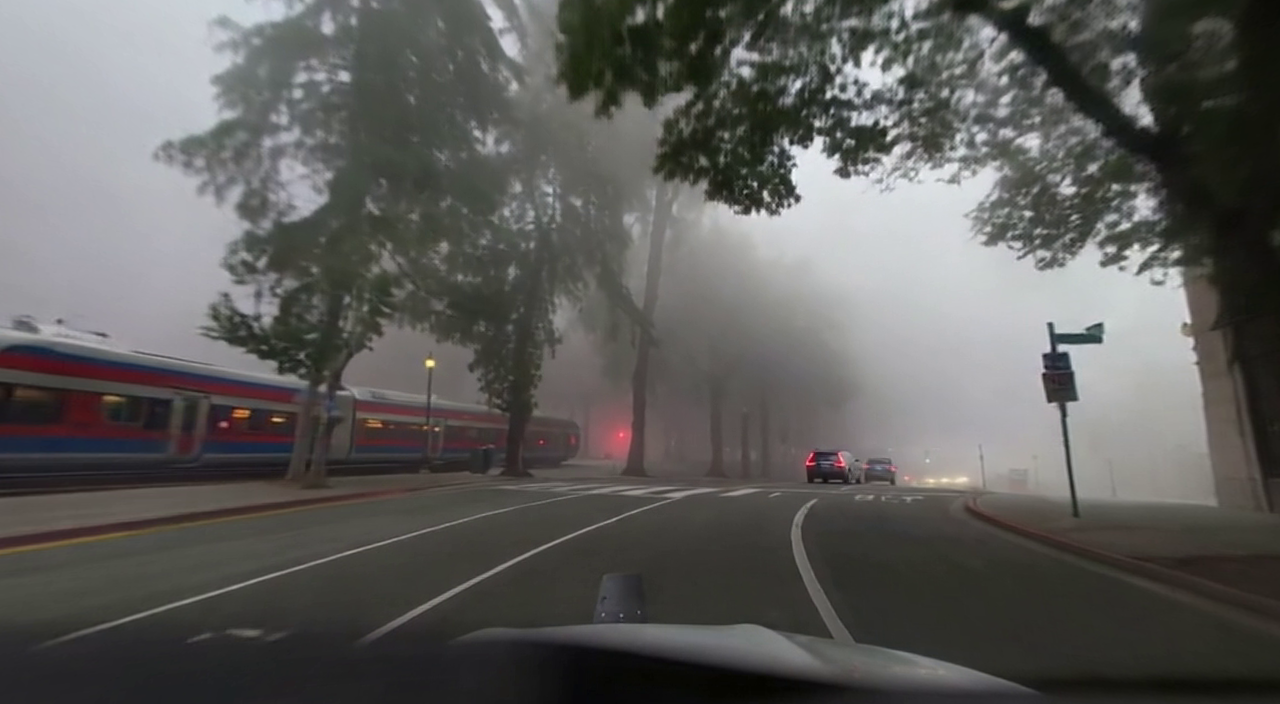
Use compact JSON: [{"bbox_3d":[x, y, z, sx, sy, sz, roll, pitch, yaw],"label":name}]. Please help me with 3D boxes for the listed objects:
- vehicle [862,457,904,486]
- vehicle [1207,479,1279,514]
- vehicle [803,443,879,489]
[{"bbox_3d":[16.269,7.928,42.191,2.010,1.725,4.320,-5,-10,27],"label":"vehicle"},{"bbox_3d":[29.820,6.848,30.011,4.118,1.477,1.691,0,-8,-2],"label":"vehicle"},{"bbox_3d":[8.567,4.738,26.699,2.263,1.765,4.237,-5,-10,27],"label":"vehicle"}]
